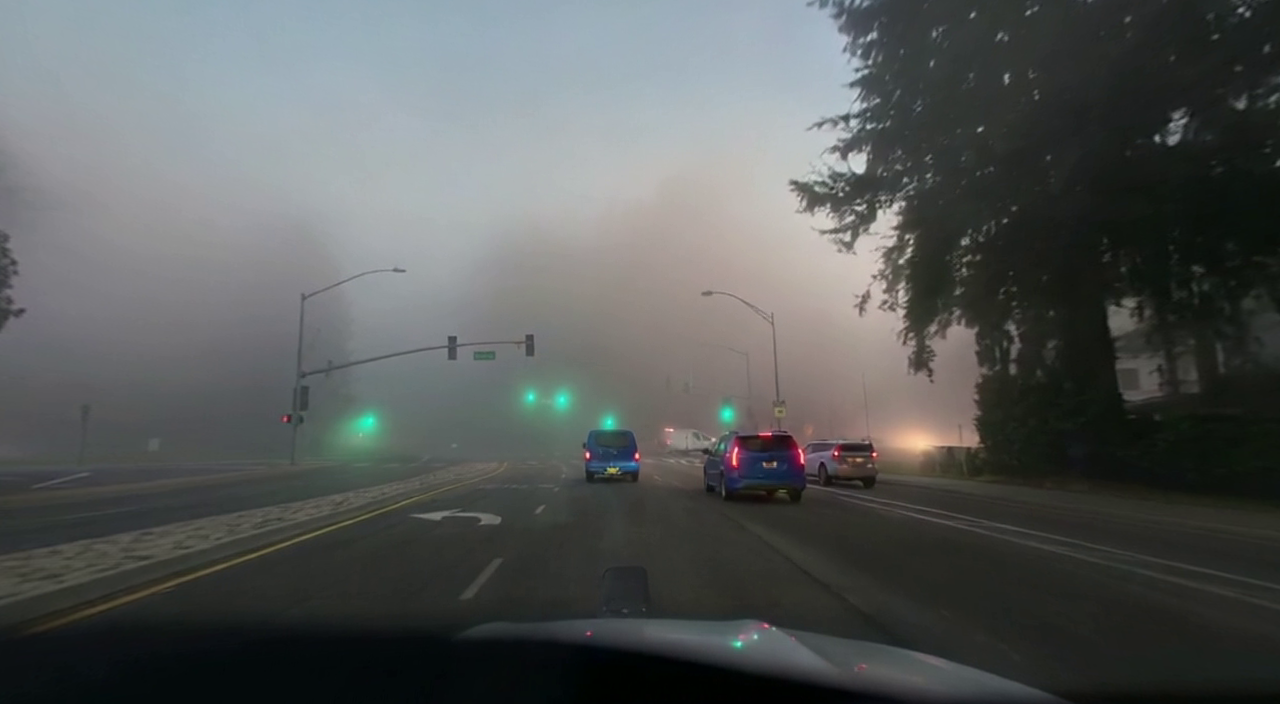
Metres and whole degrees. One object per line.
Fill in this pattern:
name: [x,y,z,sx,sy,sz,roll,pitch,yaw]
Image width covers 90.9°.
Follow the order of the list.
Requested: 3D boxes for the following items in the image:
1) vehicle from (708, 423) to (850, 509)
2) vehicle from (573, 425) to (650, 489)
vehicle: [3.028,2.601,14.887,2.024,1.686,4.588,0,-8,-4]
vehicle: [-1.054,3.353,20.527,2.185,1.822,4.583,1,-8,-6]
